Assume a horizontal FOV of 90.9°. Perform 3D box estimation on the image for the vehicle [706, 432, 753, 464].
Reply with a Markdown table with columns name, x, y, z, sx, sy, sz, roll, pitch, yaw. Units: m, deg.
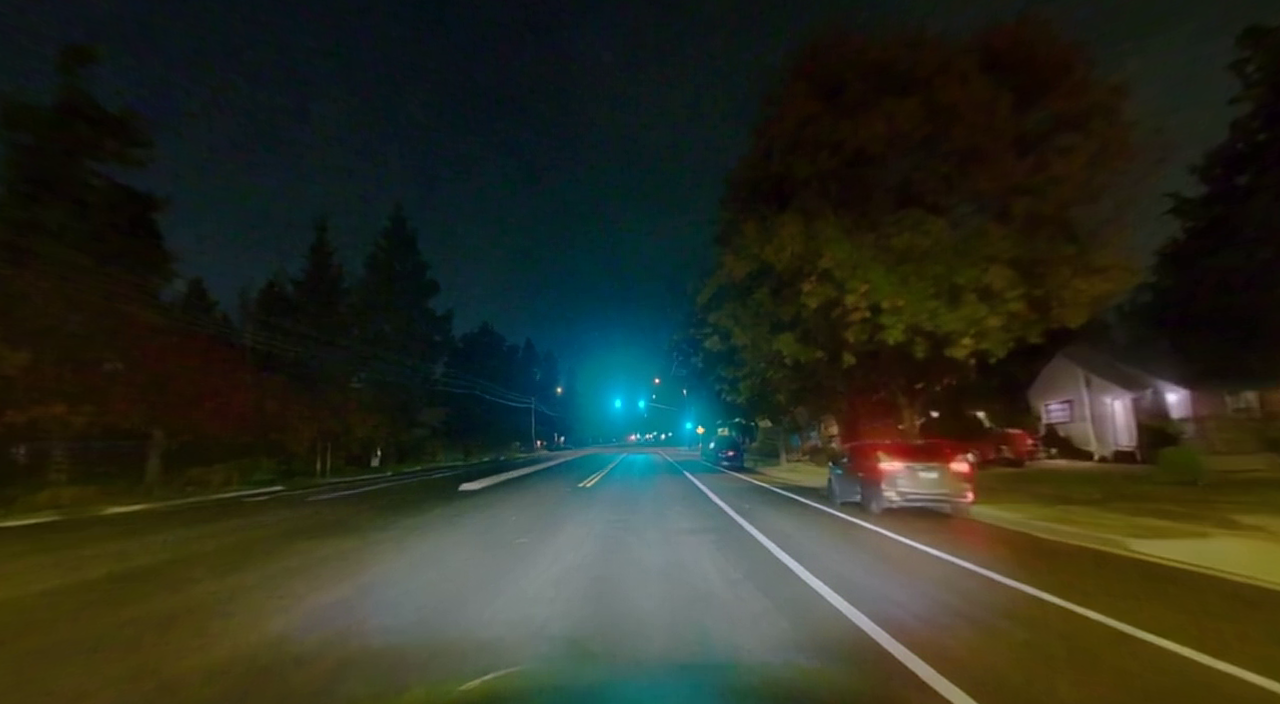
| name | x | y | z | sx | sy | sz | roll | pitch | yaw |
| --- | --- | --- | --- | --- | --- | --- | --- | --- | --- |
| vehicle | 5.263 | 5.700 | 37.572 | 2.069 | 1.743 | 4.595 | 0 | -8 | 0 |

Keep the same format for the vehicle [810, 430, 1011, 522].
| name | x | y | z | sx | sy | sz | roll | pitch | yaw |
| --- | --- | --- | --- | --- | --- | --- | --- | --- | --- |
| vehicle | 5.094 | 2.387 | 12.856 | 2.032 | 1.478 | 5.040 | 0 | -8 | 2 |
